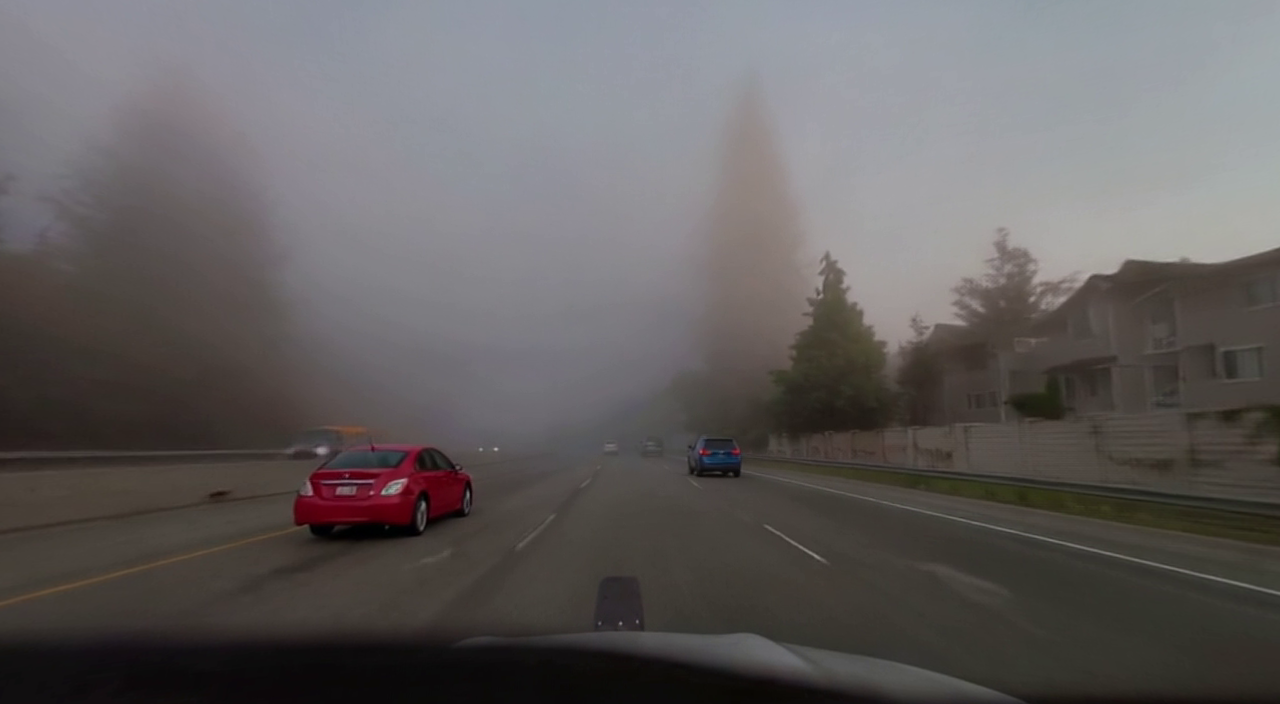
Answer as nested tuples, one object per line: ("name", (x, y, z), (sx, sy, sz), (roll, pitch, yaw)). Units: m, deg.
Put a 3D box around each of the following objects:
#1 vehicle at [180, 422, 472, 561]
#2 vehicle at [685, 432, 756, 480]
("vehicle", (-4.078, 1.883, 9.245), (2.036, 1.528, 4.400), (0, -9, 0))
("vehicle", (3.031, 4.051, 24.718), (2.092, 1.686, 4.188), (0, -8, -2))
